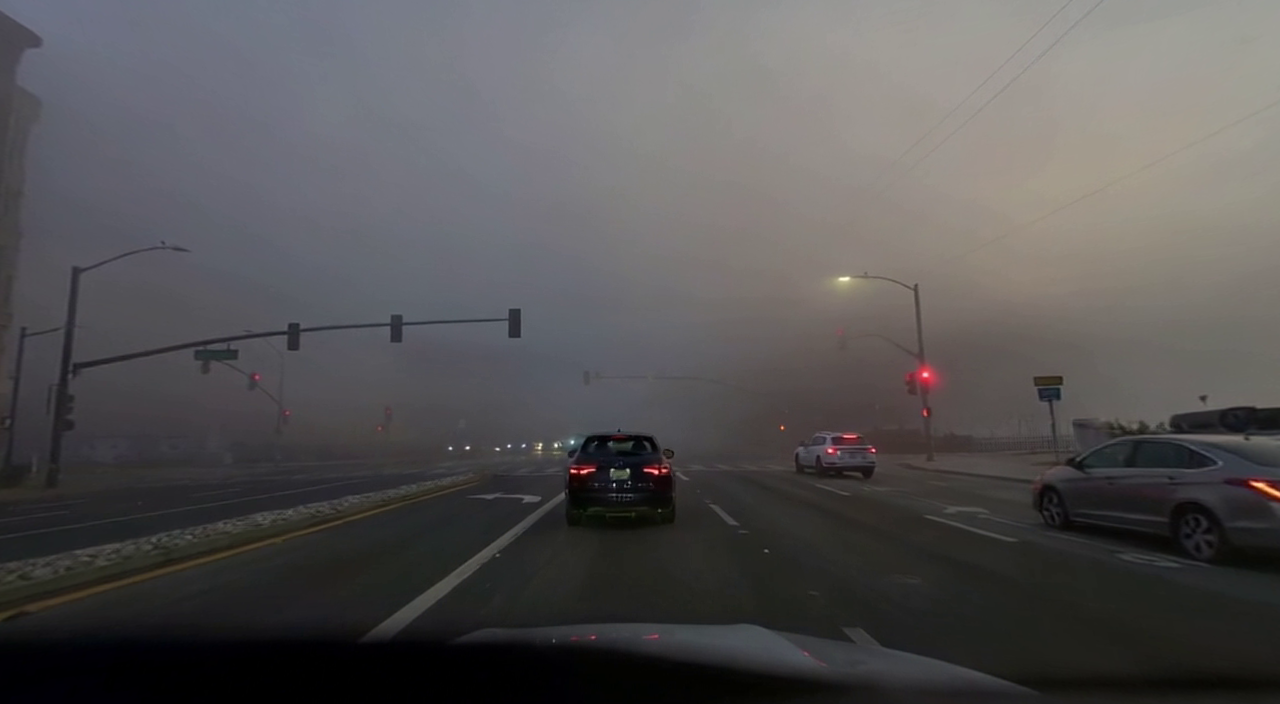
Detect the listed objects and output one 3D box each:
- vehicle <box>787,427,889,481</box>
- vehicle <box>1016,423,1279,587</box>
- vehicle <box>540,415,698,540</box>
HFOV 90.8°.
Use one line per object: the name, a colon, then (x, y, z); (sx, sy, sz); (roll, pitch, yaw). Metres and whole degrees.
vehicle: (6.469, 3.404, 21.208); (1.963, 1.611, 4.359); (0, -9, -1)
vehicle: (6.454, 1.582, 7.171); (1.768, 1.417, 4.213); (0, -9, 0)
vehicle: (-0.293, 1.904, 10.137); (2.032, 1.593, 3.896); (0, -9, -1)
